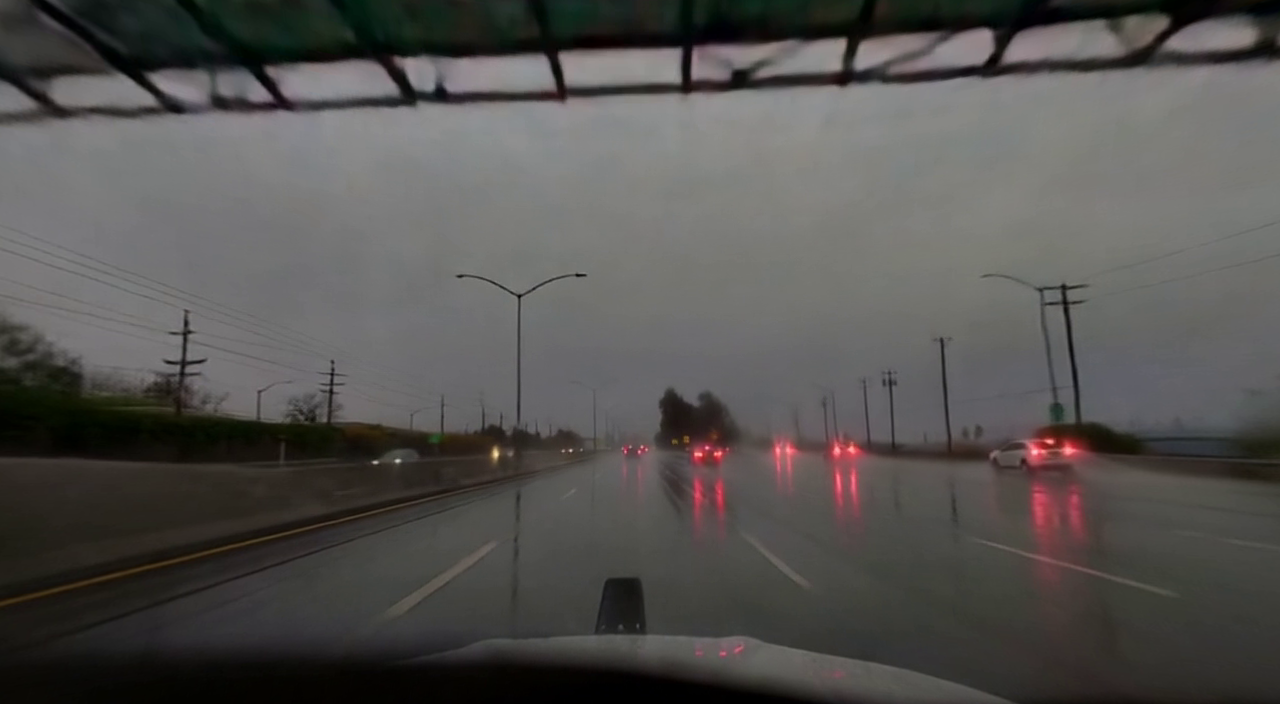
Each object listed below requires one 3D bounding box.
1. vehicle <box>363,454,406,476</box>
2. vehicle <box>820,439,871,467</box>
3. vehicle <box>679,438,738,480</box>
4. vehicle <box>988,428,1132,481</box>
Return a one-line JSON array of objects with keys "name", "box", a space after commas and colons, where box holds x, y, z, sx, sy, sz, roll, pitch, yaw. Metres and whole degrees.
[{"name": "vehicle", "box": [-16.764, 7.413, 41.592, 1.480, 1.376, 3.328, -1, -9, 0]}, {"name": "vehicle", "box": [14.021, 6.937, 43.468, 2.070, 1.782, 5.006, -1, -9, 3]}, {"name": "vehicle", "box": [2.877, 4.646, 27.614, 1.997, 1.638, 4.281, 0, -9, -2]}, {"name": "vehicle", "box": [16.973, 4.196, 26.027, 2.190, 1.911, 5.658, 0, -9, 3]}]
